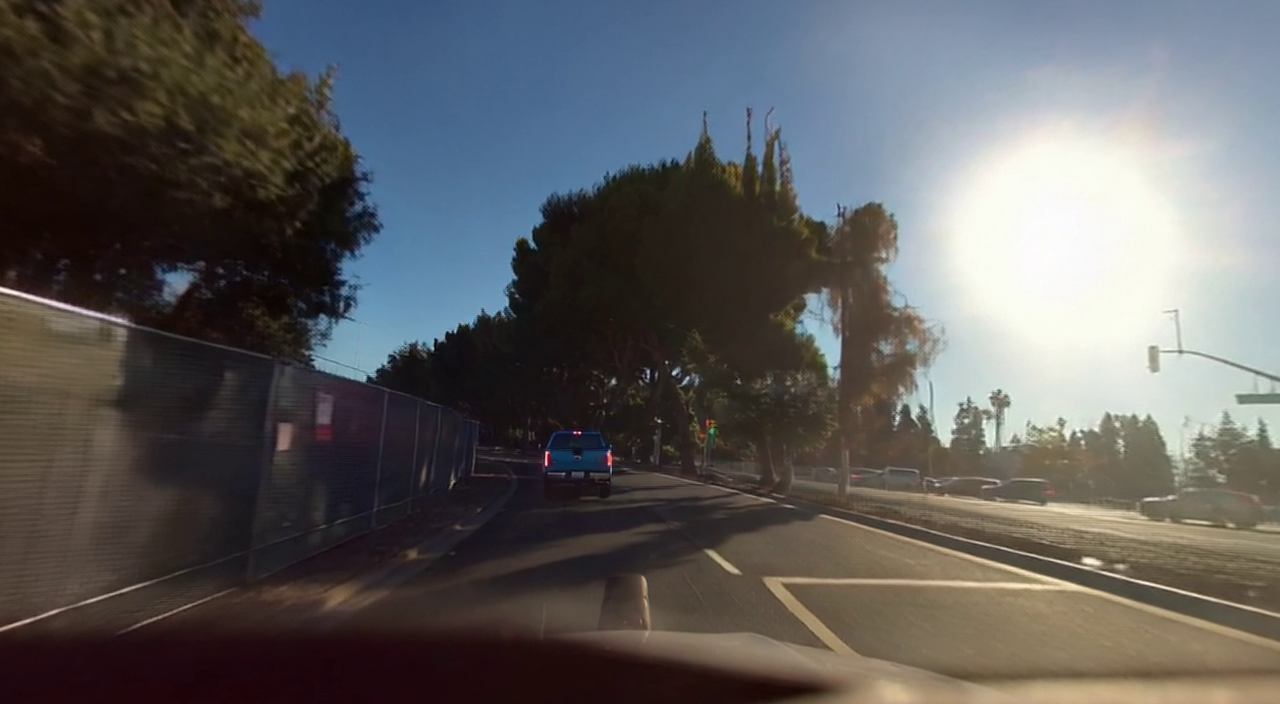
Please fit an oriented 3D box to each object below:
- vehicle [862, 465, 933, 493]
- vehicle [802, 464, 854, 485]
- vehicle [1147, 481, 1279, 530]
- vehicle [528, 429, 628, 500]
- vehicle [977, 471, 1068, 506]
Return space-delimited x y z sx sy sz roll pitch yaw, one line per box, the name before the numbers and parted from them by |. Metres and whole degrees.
vehicle | 16.473 8.132 40.630 1.884 1.622 4.485 3 -10 -14
vehicle | 14.574 9.545 49.253 1.808 1.467 4.360 3 -10 -15
vehicle | 23.314 6.100 25.380 1.805 1.494 4.362 1 -8 -8
vehicle | -1.757 3.145 18.096 2.436 1.698 5.322 1 -8 -5
vehicle | 21.576 7.692 35.818 1.841 1.673 4.470 1 -9 -9
